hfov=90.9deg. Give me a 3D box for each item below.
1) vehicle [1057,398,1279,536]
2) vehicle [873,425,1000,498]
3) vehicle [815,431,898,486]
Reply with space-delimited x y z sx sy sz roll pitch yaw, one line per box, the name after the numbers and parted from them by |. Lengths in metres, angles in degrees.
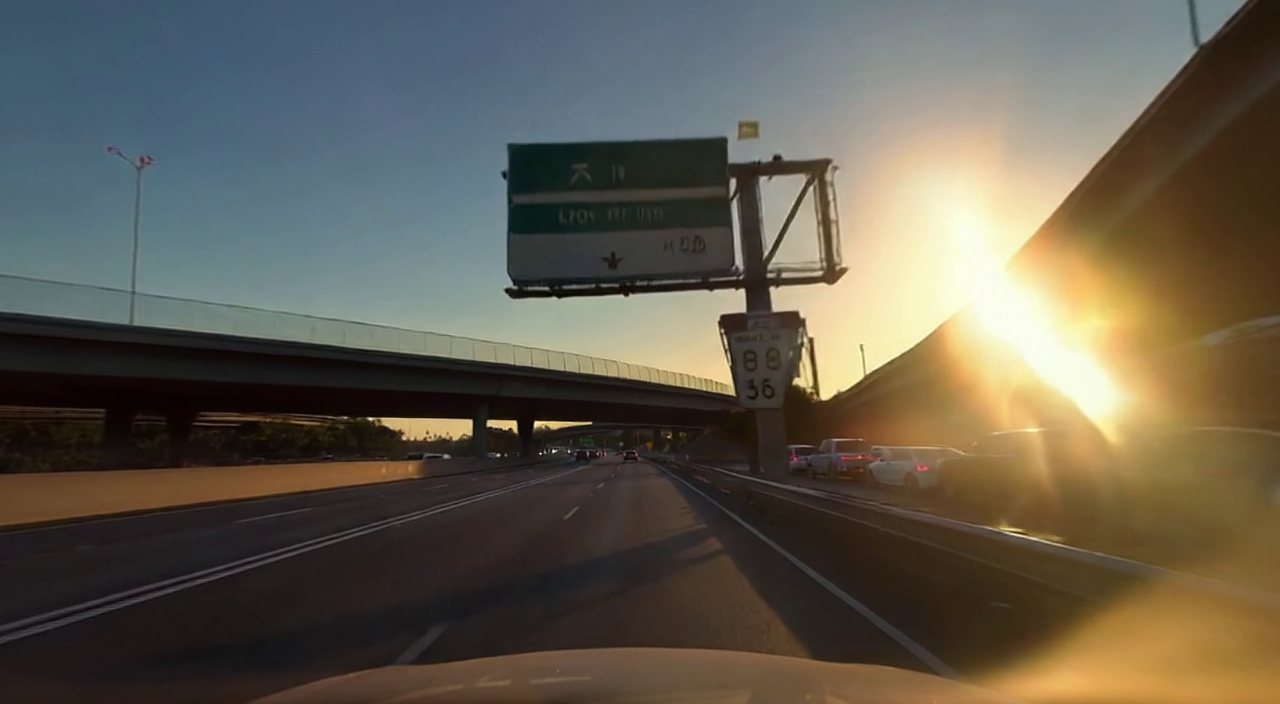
18.895 3.818 21.589 2.619 3.750 9.673 0 -9 1 | vehicle
16.295 6.066 35.618 2.791 3.573 9.032 0 -9 0 | vehicle
16.022 7.936 47.487 2.704 3.716 9.364 0 -9 -1 | vehicle
